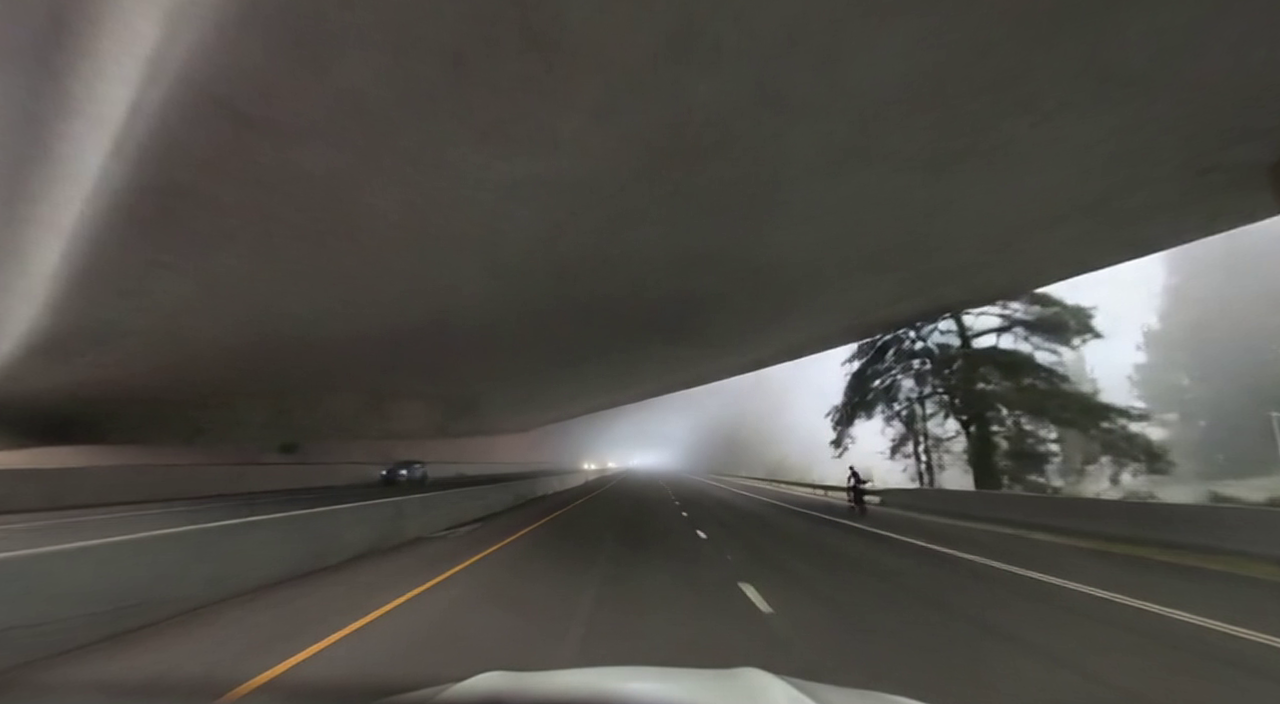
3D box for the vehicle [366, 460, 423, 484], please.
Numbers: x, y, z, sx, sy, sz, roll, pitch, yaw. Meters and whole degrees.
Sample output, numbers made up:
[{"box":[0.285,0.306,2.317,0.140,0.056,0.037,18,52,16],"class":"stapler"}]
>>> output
[{"box":[-15.603,7.657,40.285,1.910,1.464,4.338,1,-10,0],"class":"vehicle"}]
